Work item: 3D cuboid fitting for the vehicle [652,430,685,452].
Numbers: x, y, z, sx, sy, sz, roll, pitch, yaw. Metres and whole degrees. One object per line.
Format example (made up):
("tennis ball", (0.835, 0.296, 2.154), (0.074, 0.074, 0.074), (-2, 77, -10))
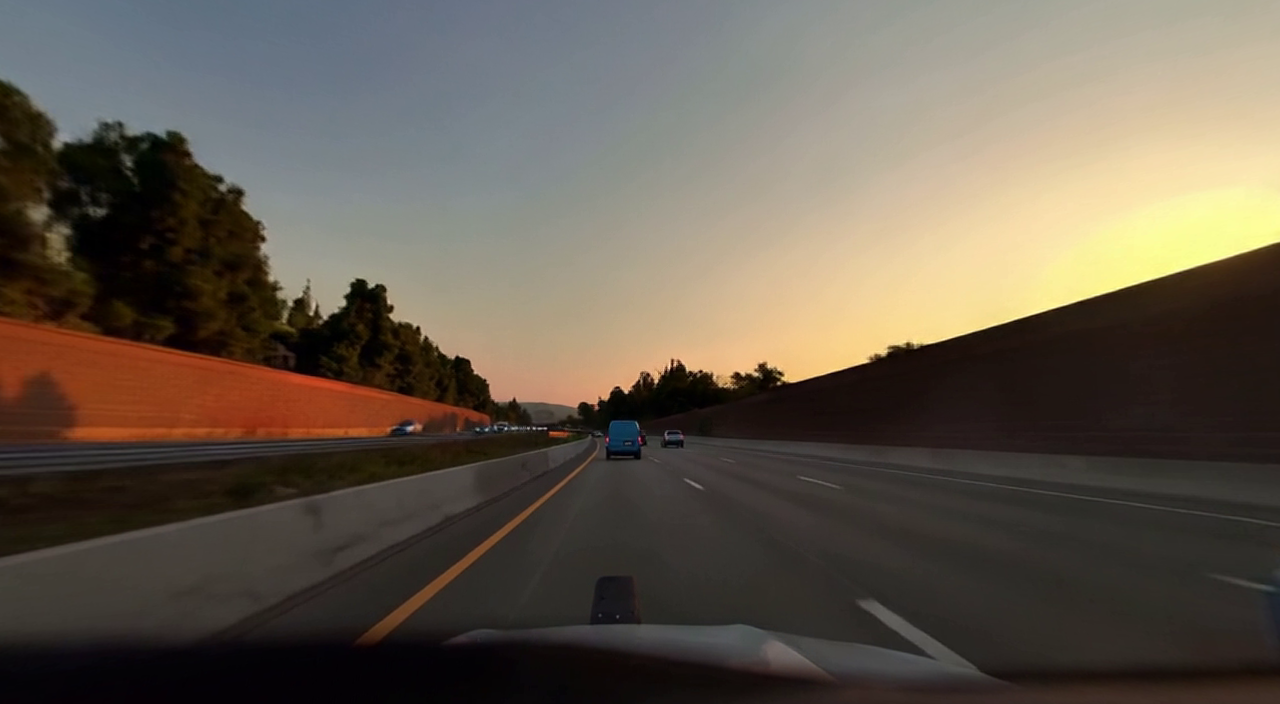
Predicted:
("vehicle", (2.079, 6.618, 47.019), (1.996, 1.589, 3.715), (1, -8, -4))

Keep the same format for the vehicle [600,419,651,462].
("vehicle", (-0.789, 4.468, 31.809), (2.403, 1.994, 4.683), (0, -8, -3))
